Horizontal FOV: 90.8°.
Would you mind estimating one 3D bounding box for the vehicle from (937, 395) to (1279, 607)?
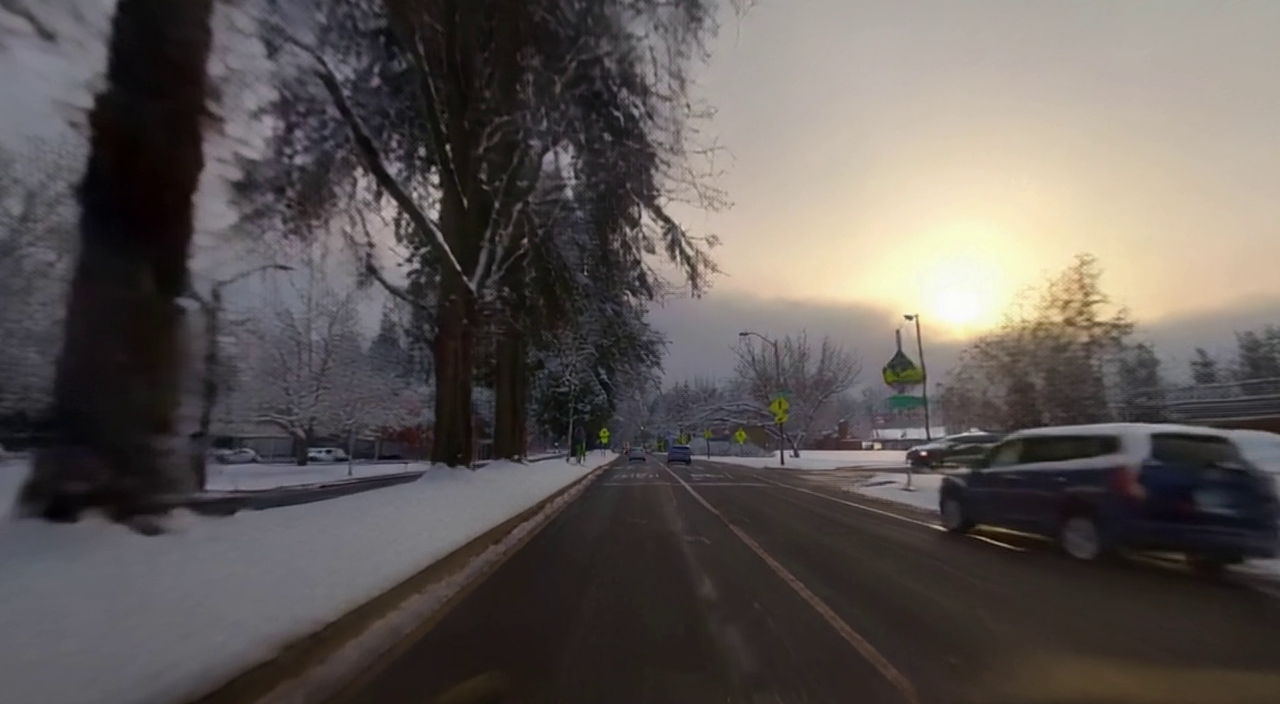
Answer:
[{"bbox_3d":[6.509,1.791,8.643,2.081,1.967,5.211,0,-9,-3],"label":"vehicle"}]

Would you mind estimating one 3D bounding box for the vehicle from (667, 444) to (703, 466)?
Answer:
[{"bbox_3d":[3.158,7.376,45.356,2.142,1.501,4.273,0,-9,-1],"label":"vehicle"}]
